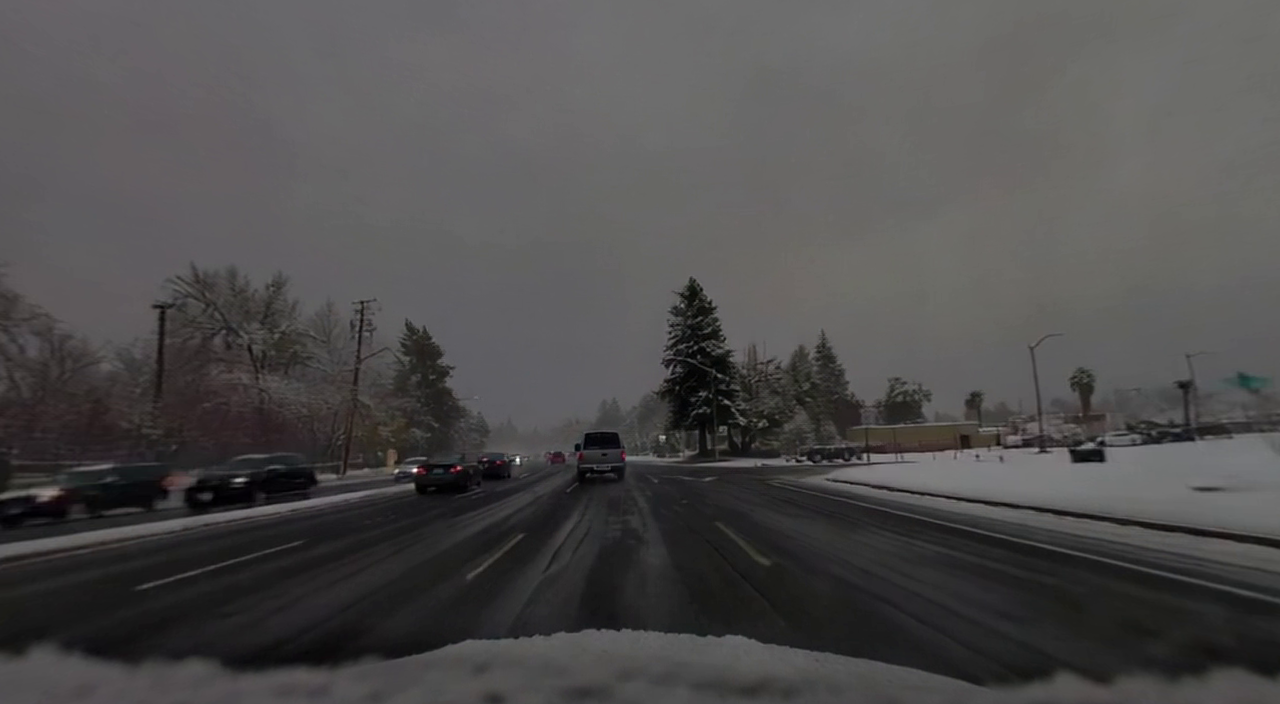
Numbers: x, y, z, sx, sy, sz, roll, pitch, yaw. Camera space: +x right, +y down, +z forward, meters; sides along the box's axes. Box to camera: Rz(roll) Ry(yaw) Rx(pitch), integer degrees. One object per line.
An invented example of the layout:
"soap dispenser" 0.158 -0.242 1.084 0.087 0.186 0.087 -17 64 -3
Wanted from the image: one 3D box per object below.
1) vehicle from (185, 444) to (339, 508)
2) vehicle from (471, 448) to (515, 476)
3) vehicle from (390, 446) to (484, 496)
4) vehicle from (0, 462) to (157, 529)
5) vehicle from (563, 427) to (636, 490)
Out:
"vehicle" -12.213 3.991 20.798 2.213 1.857 4.830 0 -9 -2
"vehicle" -9.775 7.304 41.984 2.114 1.698 4.415 0 -9 -3
"vehicle" -7.041 4.140 22.289 2.016 1.576 4.215 0 -9 -1
"vehicle" -15.669 3.814 17.149 1.971 1.518 3.772 0 -9 -2
"vehicle" -1.704 4.114 24.668 2.507 2.161 6.049 1 -9 -6
